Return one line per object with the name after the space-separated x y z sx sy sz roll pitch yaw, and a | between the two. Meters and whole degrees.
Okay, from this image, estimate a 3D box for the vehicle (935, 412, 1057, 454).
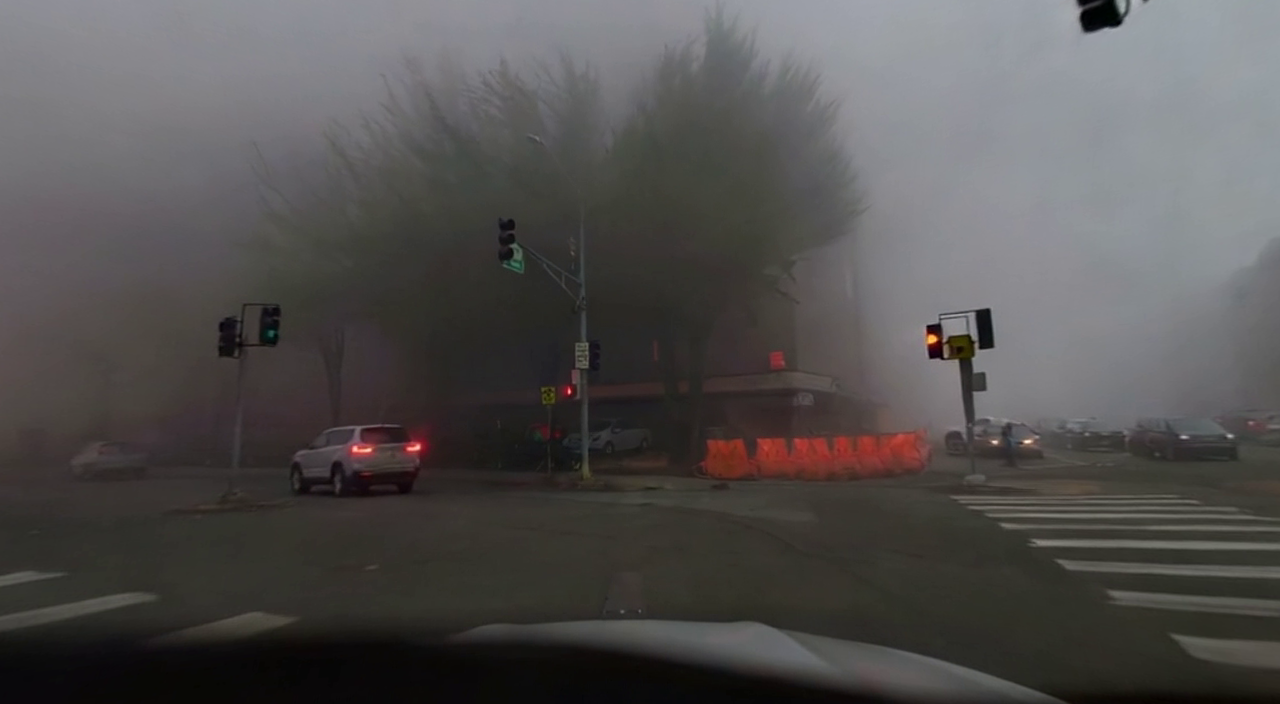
15.349 3.562 27.500 4.382 1.688 1.937 -4 -9 26 | vehicle

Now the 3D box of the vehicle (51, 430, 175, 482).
-21.736 4.236 25.996 5.548 1.911 2.206 -6 -10 32 | vehicle

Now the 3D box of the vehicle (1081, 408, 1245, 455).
20.320 3.174 24.865 4.550 1.704 1.922 -5 -9 28 | vehicle

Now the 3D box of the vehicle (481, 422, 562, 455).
-7.247 5.321 38.661 4.593 1.856 2.090 -5 -9 29 | vehicle

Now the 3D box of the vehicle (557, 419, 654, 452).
-1.995 4.743 35.911 5.080 1.766 2.272 -5 -8 30 | vehicle

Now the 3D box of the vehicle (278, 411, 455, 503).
-6.842 2.522 15.498 2.256 1.859 5.118 8 -11 -43 | vehicle
